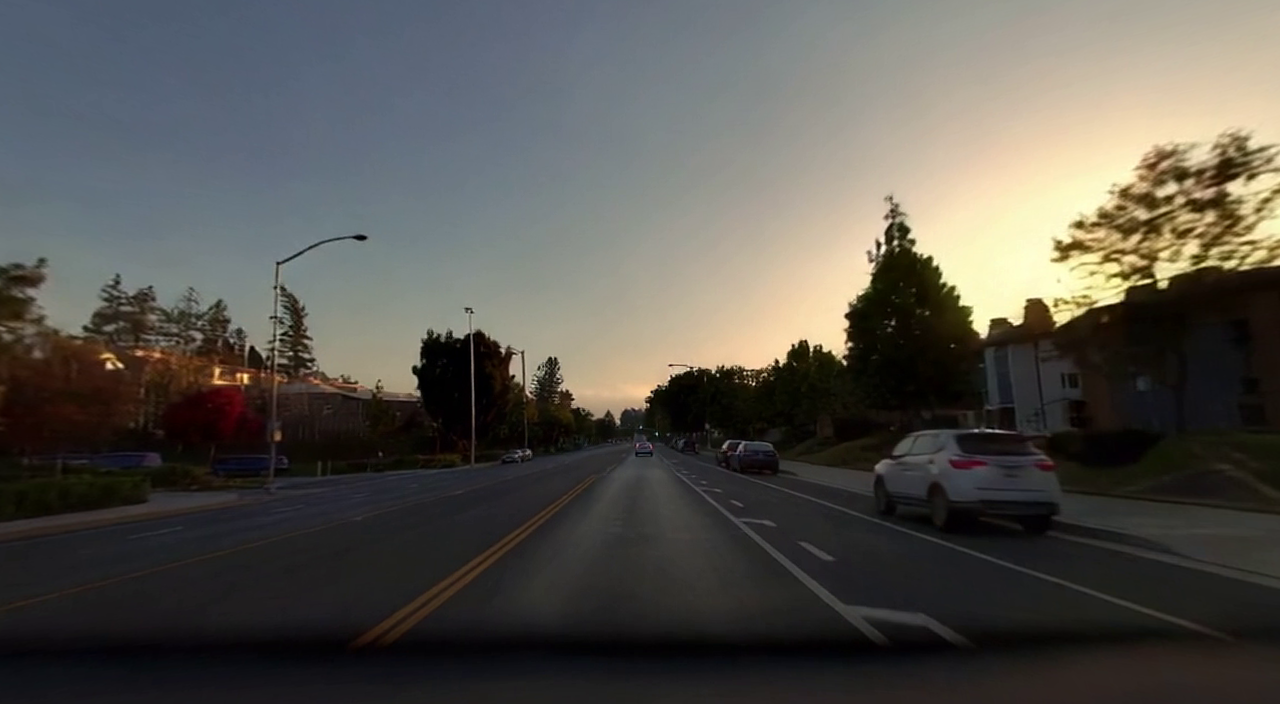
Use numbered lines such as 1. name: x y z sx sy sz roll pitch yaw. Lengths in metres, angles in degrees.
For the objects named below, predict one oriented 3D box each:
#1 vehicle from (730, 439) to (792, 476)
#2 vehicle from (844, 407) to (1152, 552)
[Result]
1. vehicle: 5.362 4.720 28.333 1.851 1.487 4.566 0 -9 0
2. vehicle: 5.108 1.895 10.021 2.140 1.739 4.721 0 -9 1
